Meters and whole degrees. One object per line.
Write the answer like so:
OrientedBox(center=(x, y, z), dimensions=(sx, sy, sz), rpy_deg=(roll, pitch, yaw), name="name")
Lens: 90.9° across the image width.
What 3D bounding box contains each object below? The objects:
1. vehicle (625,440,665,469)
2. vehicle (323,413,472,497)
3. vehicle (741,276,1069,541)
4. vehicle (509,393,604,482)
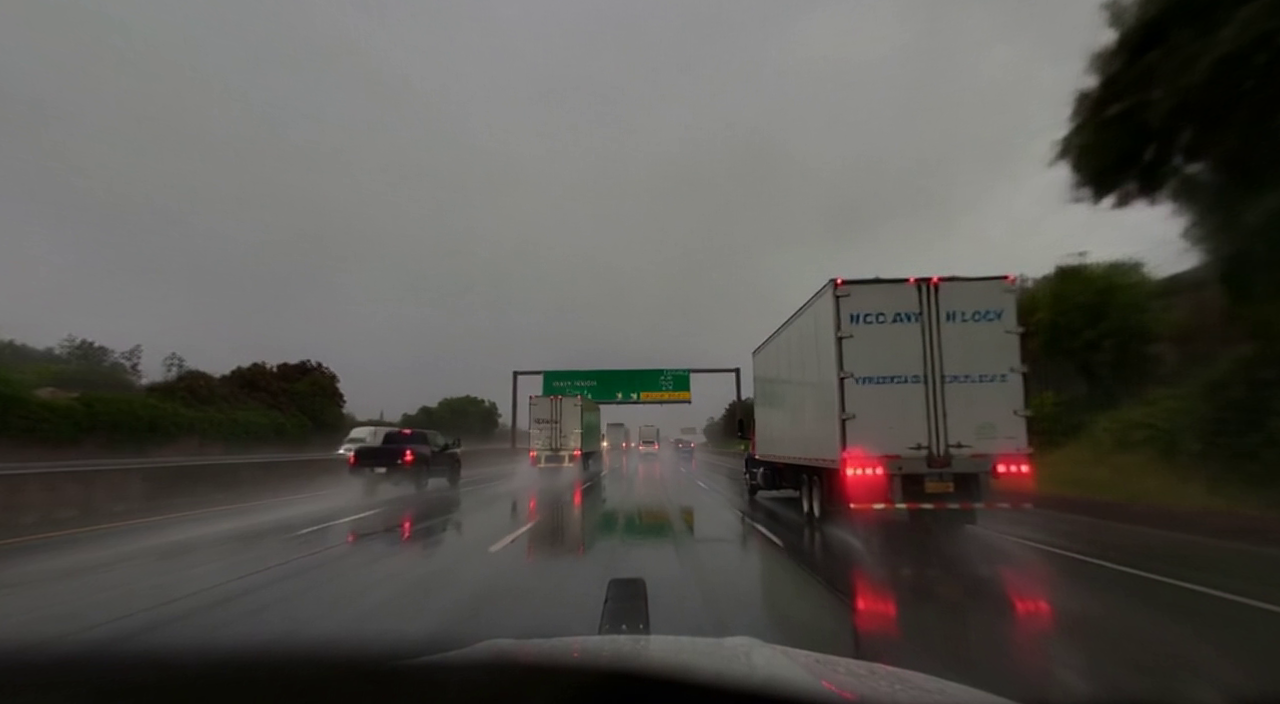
OrientedBox(center=(0.270, 5.705, 35.248), dimensions=(2.105, 1.502, 4.068), rpy_deg=(0, -9, 0), name="vehicle")
OrientedBox(center=(-7.129, 3.120, 19.443), dimensions=(2.322, 2.195, 5.556), rpy_deg=(0, -9, 0), name="vehicle")
OrientedBox(center=(4.027, 1.260, 12.084), dimensions=(2.895, 3.484, 7.631), rpy_deg=(0, -9, 0), name="vehicle")
OrientedBox(center=(-3.208, 3.636, 26.464), dimensions=(2.745, 3.156, 7.608), rpy_deg=(0, -9, 2), name="vehicle")
